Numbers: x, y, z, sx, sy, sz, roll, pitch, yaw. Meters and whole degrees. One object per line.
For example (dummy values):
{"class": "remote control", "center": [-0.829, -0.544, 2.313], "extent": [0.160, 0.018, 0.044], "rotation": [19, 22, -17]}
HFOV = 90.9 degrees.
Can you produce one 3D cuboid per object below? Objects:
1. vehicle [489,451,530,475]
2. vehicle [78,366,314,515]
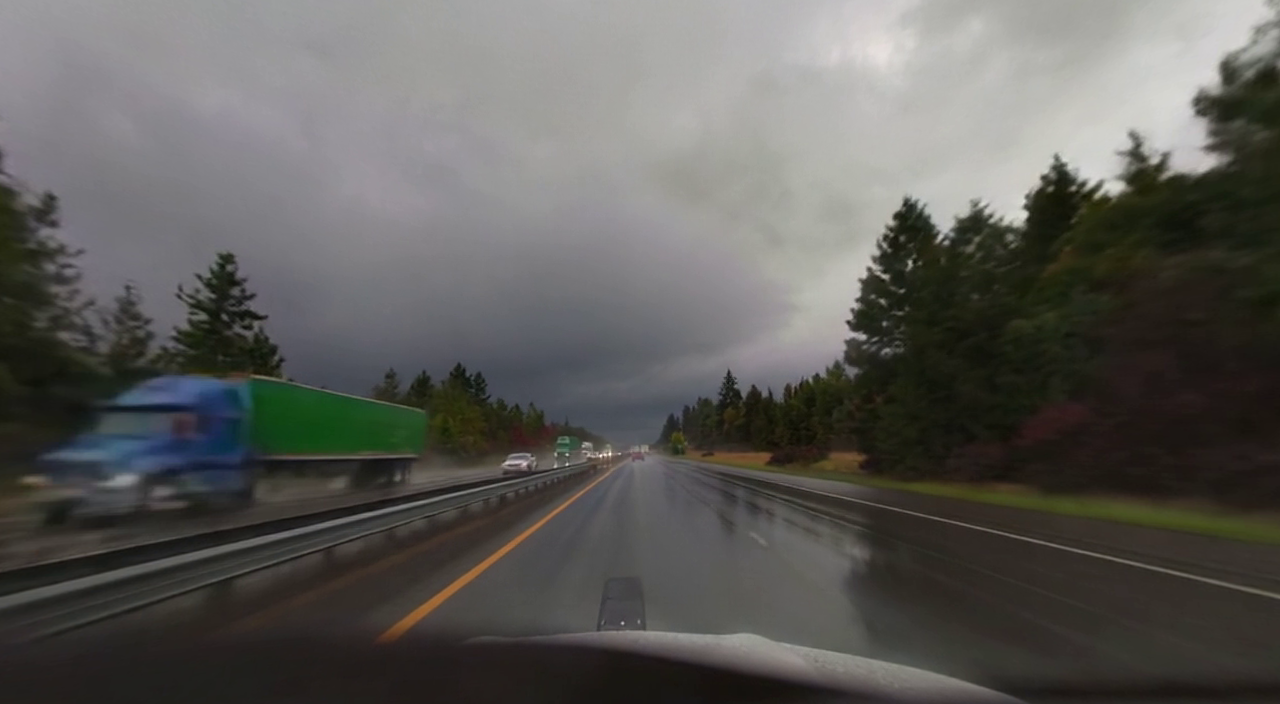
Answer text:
{"class": "vehicle", "center": [-8.698, 7.414, 42.194], "extent": [1.872, 1.517, 3.967], "rotation": [0, -9, 0]}
{"class": "vehicle", "center": [-13.506, 2.810, 20.002], "extent": [3.012, 3.998, 5.861], "rotation": [0, -9, 0]}
